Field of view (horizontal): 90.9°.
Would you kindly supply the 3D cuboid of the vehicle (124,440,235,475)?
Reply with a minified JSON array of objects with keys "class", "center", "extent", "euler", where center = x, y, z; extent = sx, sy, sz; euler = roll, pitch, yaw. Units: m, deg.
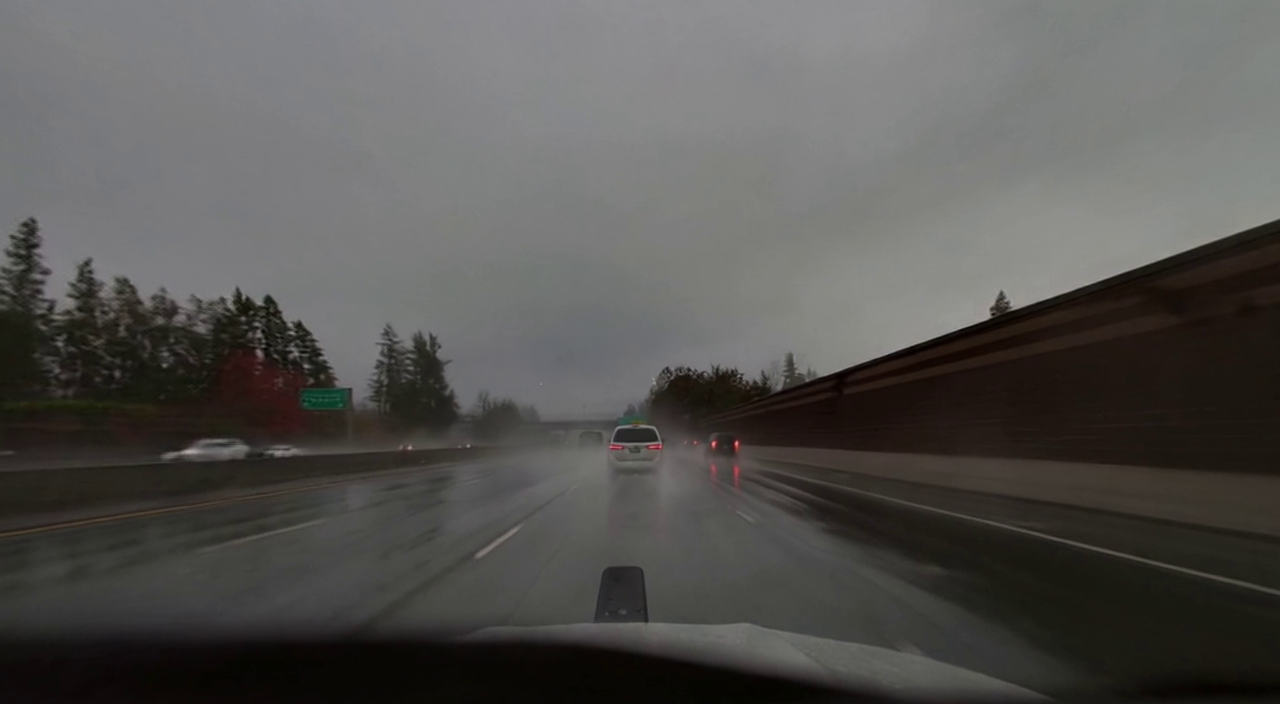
[{"class":"vehicle","center":[-21.385,4.902,29.561],"extent":[1.870,1.500,4.364],"euler":[0,-8,1]}]

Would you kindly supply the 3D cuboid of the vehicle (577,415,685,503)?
[{"class":"vehicle","center":[-0.177,2.539,15.237],"extent":[2.233,1.804,4.273],"euler":[0,-8,0]}]

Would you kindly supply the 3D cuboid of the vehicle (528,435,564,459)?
[{"class":"vehicle","center":[-7.013,7.166,47.559],"extent":[2.024,1.706,4.249],"euler":[0,-8,1]}]

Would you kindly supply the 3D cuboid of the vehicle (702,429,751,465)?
[{"class":"vehicle","center":[4.692,5.234,34.846],"extent":[2.017,1.847,4.299],"euler":[0,-8,-1]}]
